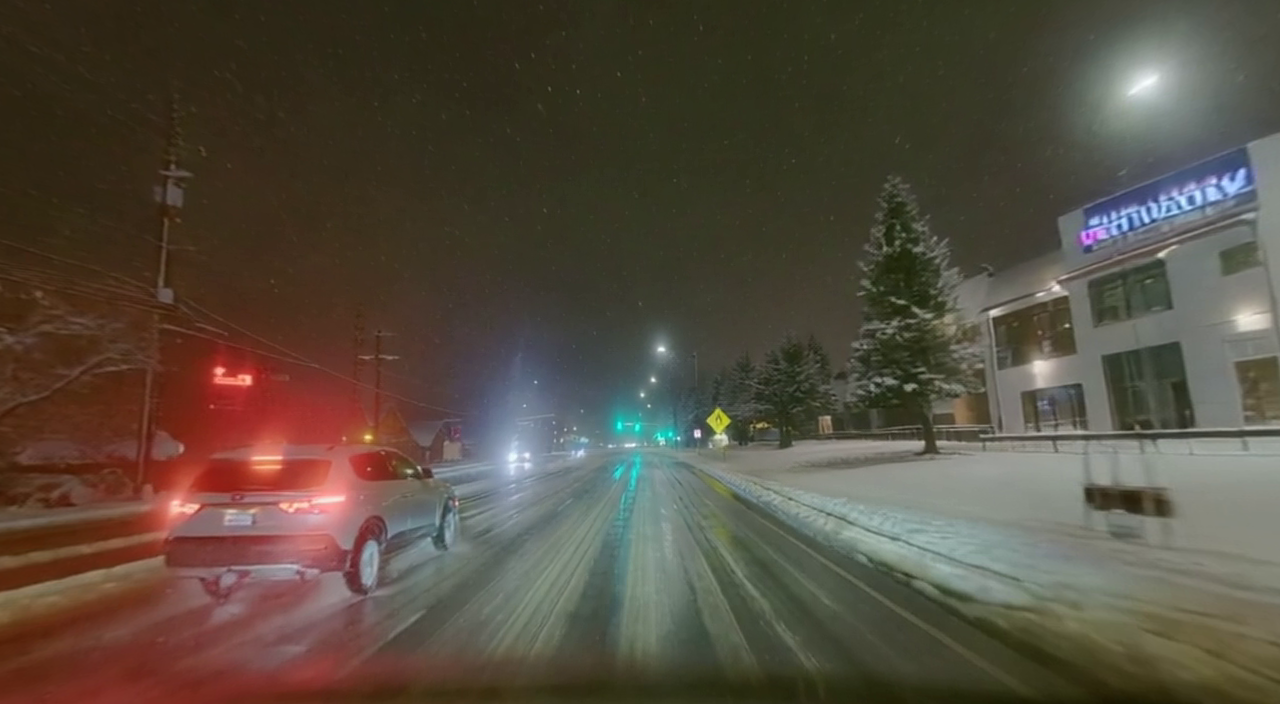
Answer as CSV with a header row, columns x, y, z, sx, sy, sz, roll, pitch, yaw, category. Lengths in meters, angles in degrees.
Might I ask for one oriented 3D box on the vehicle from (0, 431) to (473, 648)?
x,y,z,sx,sy,sz,roll,pitch,yaw,category
-3.459,1.648,6.766,1.972,1.490,4.591,0,-8,2,vehicle
